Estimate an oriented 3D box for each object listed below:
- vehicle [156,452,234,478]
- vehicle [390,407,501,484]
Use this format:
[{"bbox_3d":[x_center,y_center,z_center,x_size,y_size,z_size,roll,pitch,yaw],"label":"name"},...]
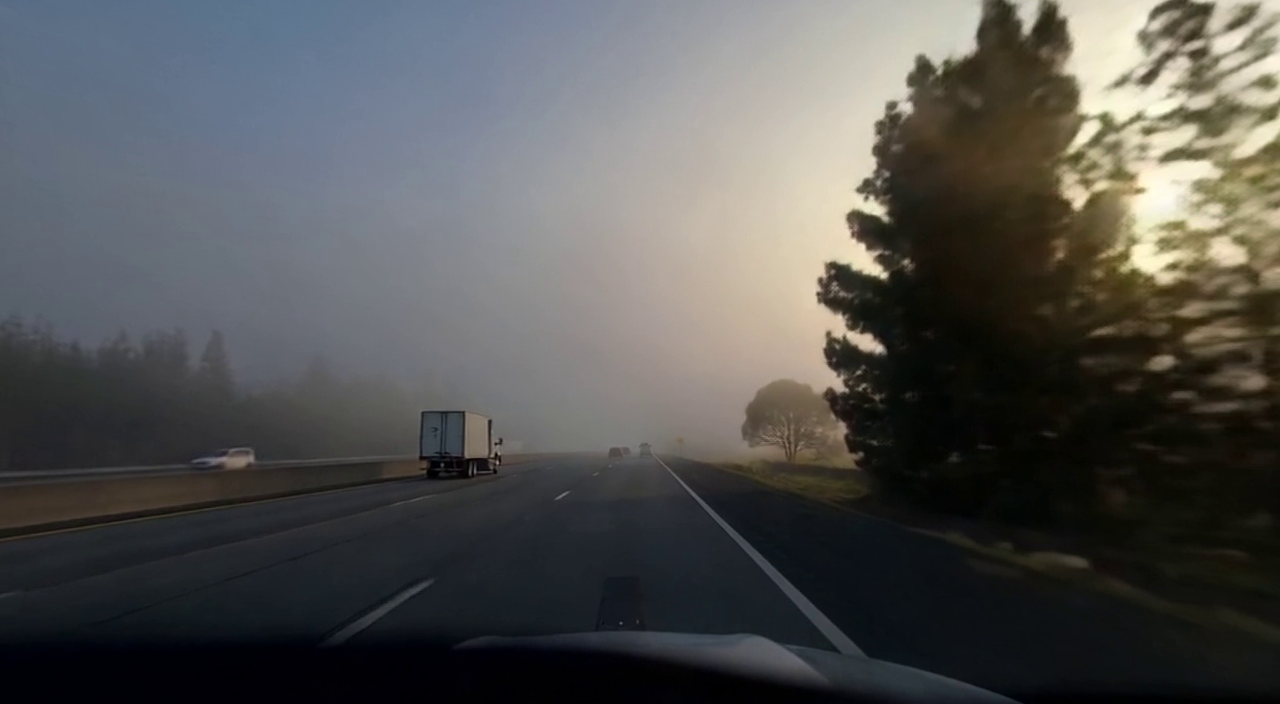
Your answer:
[{"bbox_3d":[-29.366,7.450,41.732,1.945,1.521,4.401,0,-9,1],"label":"vehicle"},{"bbox_3d":[-7.469,3.718,25.027,2.444,2.685,5.893,0,-9,1],"label":"vehicle"}]
